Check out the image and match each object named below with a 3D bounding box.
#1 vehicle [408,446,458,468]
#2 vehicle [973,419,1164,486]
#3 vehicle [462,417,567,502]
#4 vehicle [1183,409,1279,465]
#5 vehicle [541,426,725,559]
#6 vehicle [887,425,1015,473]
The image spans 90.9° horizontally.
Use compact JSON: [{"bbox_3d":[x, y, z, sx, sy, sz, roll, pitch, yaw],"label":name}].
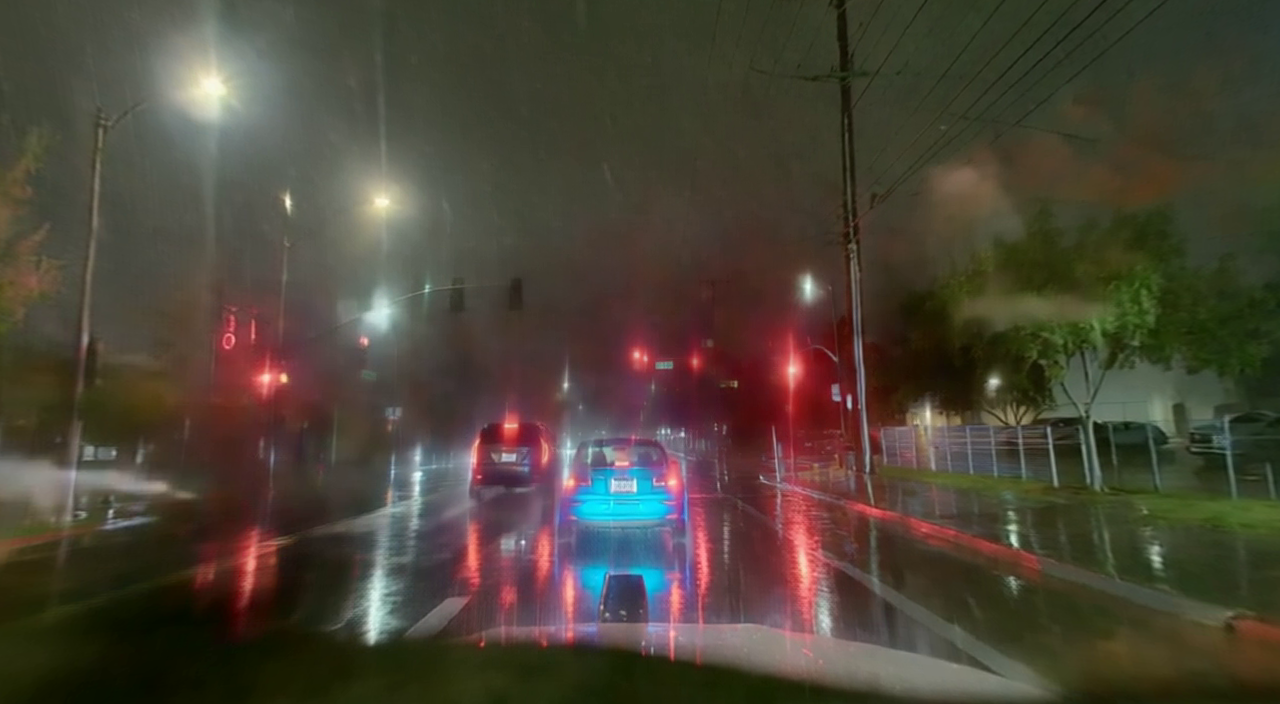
[{"bbox_3d":[-15.563,7.835,47.213,2.111,1.511,4.641,6,-10,-37],"label":"vehicle"},{"bbox_3d":[10.548,2.518,16.022,1.888,1.455,4.268,0,-8,1],"label":"vehicle"},{"bbox_3d":[-3.060,2.721,16.354,2.106,1.852,4.512,0,-8,-4],"label":"vehicle"},{"bbox_3d":[18.717,2.571,19.022,4.446,1.511,1.977,4,-10,-29],"label":"vehicle"},{"bbox_3d":[-0.146,1.900,9.295,2.070,1.481,4.216,0,-8,-2],"label":"vehicle"},{"bbox_3d":[10.642,3.362,22.039,1.842,1.471,4.481,1,-8,-6],"label":"vehicle"}]
